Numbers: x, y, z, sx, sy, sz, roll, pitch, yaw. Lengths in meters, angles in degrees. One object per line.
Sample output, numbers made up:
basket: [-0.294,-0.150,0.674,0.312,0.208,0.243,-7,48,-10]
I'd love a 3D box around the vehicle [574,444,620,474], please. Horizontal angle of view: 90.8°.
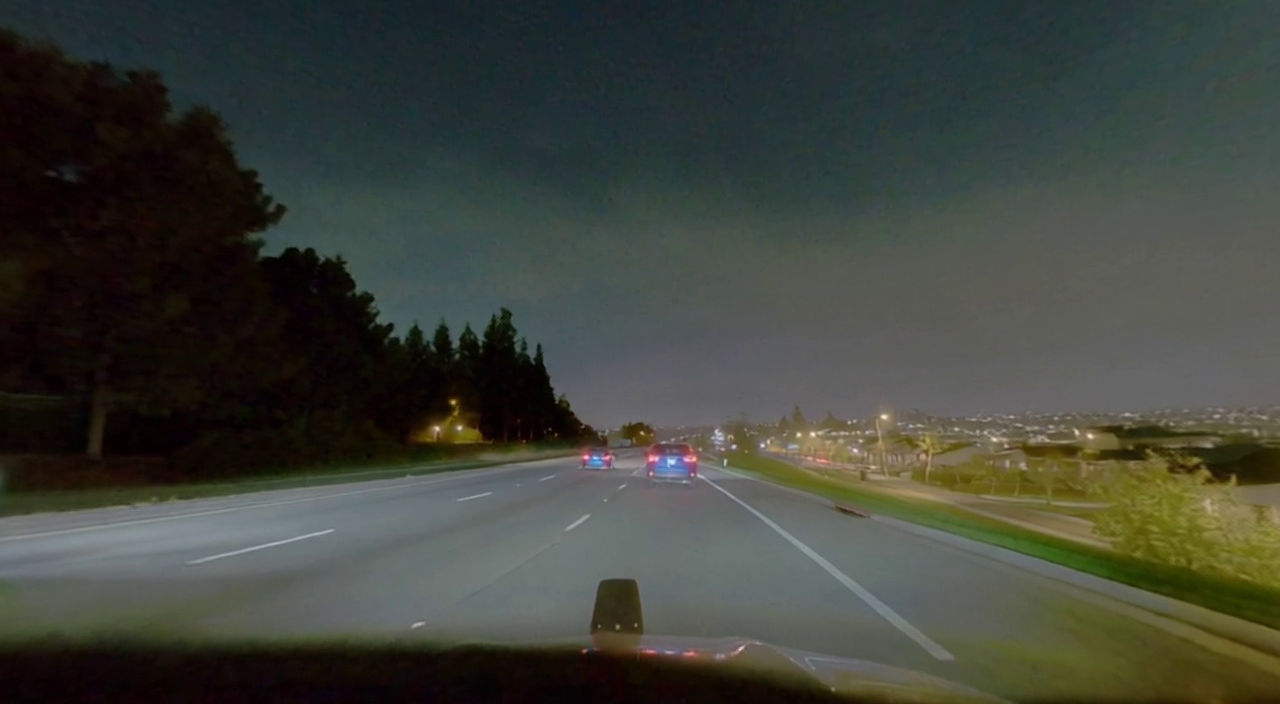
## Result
vehicle: [-2.411,6.180,36.656,2.123,1.592,4.505,0,-9,3]

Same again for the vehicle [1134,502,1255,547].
vehicle: [31.554,9.808,36.206,2.067,1.926,5.010,1,-9,-4]

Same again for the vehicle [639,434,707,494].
vehicle: [1.147,3.826,21.937,2.125,1.830,4.370,0,-8,3]

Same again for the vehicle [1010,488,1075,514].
vehicle: [30.775,11.369,48.430,1.845,1.533,4.455,0,-9,-3]
